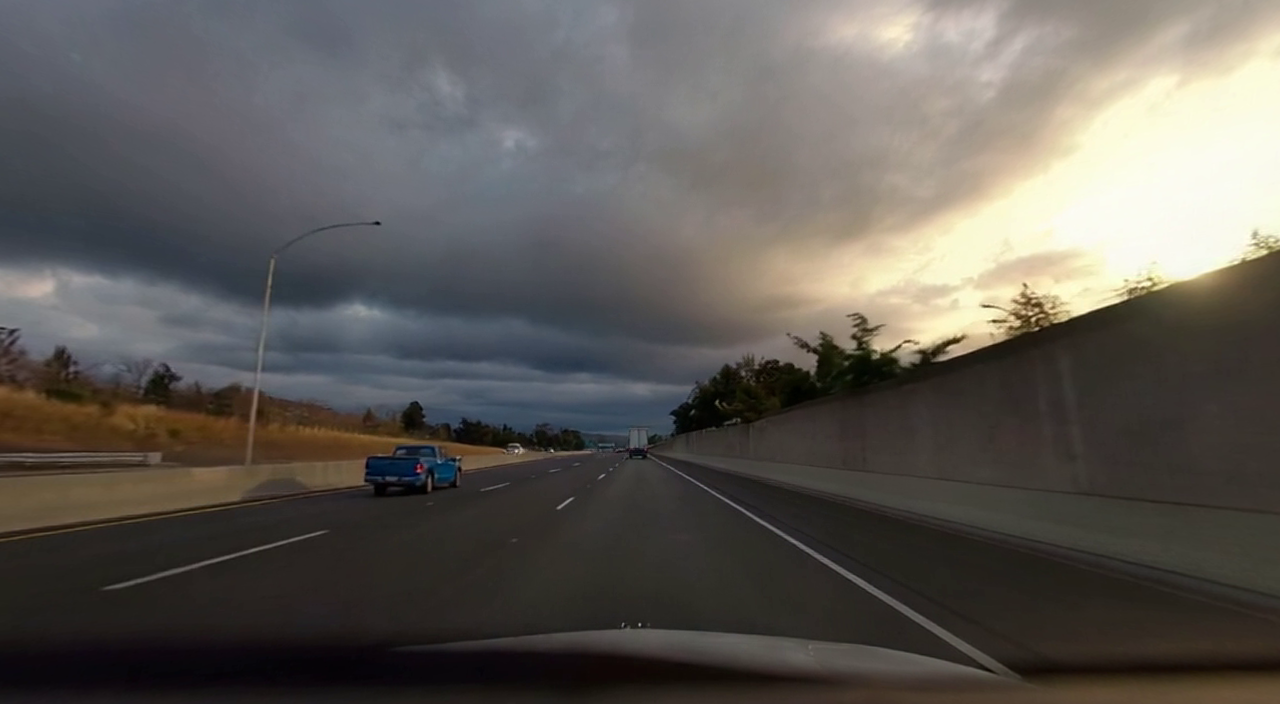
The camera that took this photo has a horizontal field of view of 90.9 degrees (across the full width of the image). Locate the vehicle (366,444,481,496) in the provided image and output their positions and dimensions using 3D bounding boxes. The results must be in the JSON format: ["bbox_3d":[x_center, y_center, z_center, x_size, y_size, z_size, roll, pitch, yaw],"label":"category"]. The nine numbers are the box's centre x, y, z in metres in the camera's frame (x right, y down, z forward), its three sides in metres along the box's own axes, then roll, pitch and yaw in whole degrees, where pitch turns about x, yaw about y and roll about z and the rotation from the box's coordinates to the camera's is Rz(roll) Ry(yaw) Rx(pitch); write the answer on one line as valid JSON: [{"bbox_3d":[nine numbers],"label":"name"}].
[{"bbox_3d":[-6.944,3.828,20.882,2.017,1.468,5.031,0,-9,0],"label":"vehicle"}]
